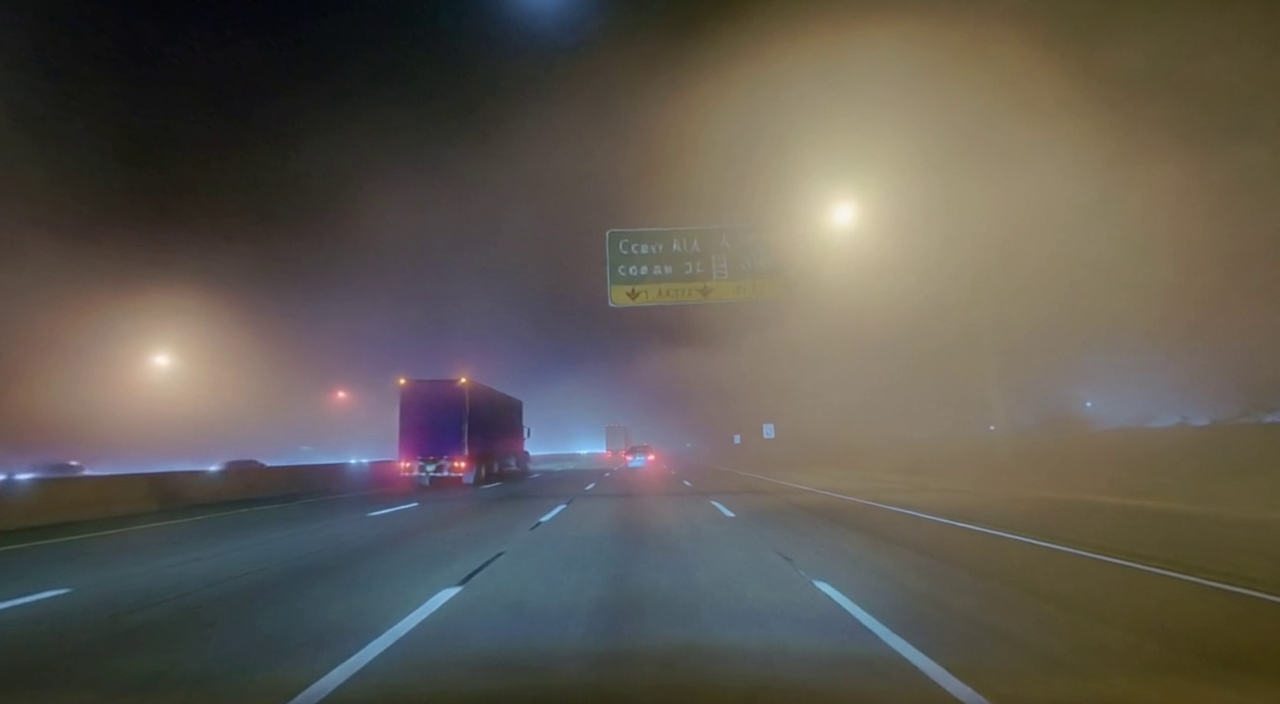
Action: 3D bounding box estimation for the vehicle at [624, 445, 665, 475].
[{"bbox_3d":[0.209,5.734,33.729,2.066,1.469,4.050,0,-9,-1],"label":"vehicle"}]

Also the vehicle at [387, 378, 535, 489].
[{"bbox_3d":[-7.127,3.665,27.471,3.067,3.804,11.136,0,-9,1],"label":"vehicle"}]

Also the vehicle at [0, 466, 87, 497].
[{"bbox_3d":[-34.514,7.306,35.740,1.808,1.504,4.837,0,-9,1],"label":"vehicle"}]
